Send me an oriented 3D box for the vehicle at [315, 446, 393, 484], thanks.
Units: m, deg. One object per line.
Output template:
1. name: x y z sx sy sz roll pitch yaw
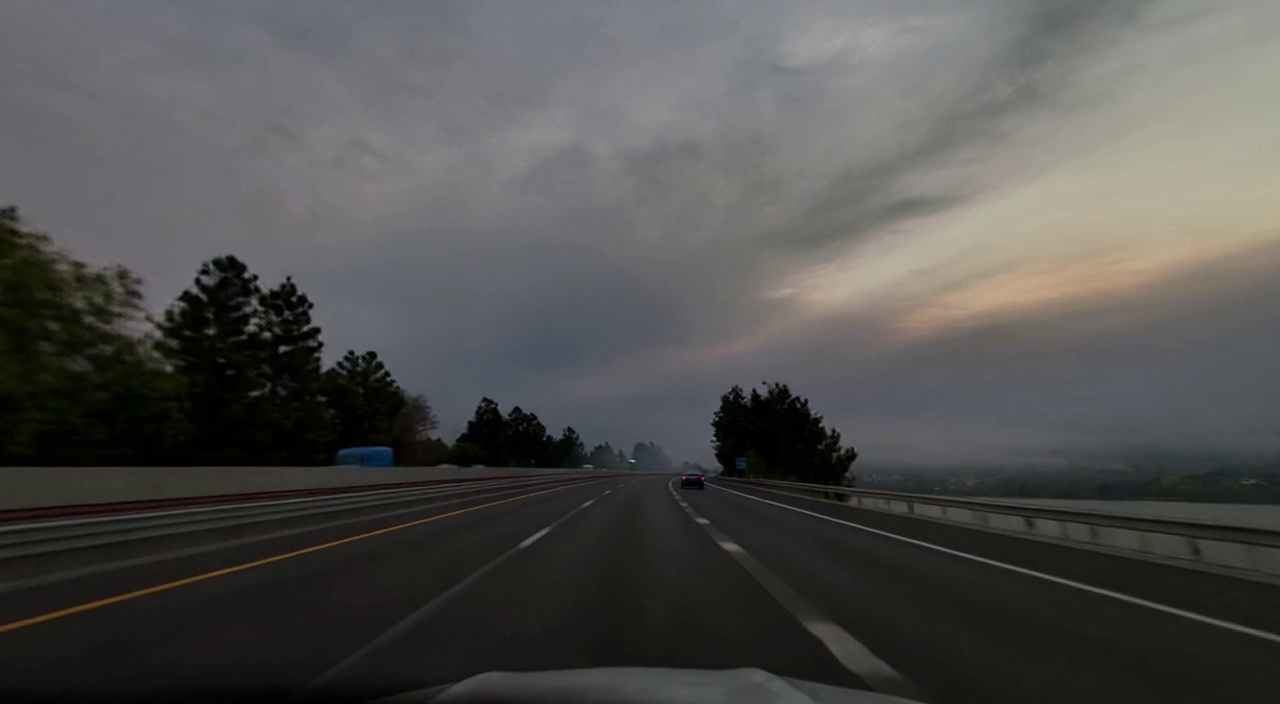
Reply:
1. vehicle: -20.106 8.041 44.685 2.334 2.489 6.279 0 -11 2

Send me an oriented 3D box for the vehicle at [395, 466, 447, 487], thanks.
1. vehicle: -15.887 9.024 45.885 2.069 1.437 4.286 0 -10 3
